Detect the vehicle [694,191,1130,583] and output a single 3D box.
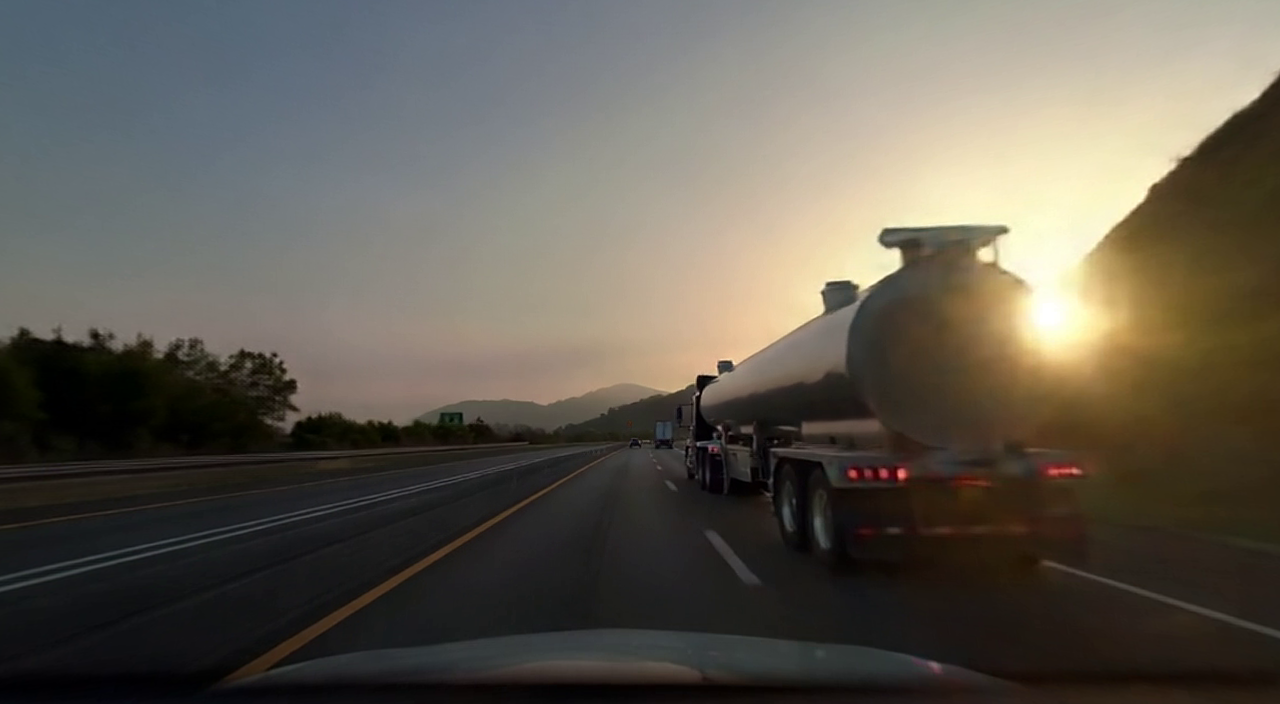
[{"bbox_3d":[2.996,1.032,11.701,2.946,3.745,11.516,0,-8,0],"label":"vehicle"}]
